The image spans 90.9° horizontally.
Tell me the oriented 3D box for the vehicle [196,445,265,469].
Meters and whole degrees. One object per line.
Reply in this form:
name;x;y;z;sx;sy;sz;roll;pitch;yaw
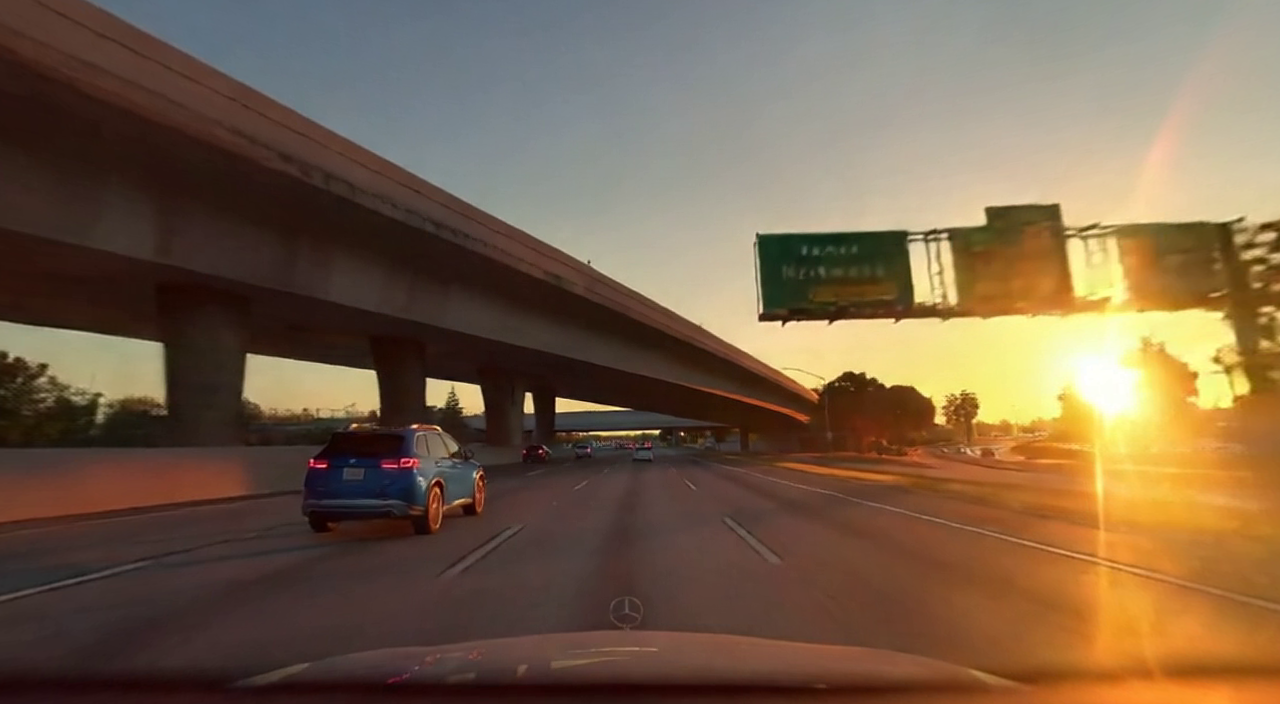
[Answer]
vehicle;-25.638;6.582;39.642;1.806;1.440;3.790;0;-9;0

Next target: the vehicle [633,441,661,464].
vehicle;0.499;7.525;47.347;2.023;1.589;4.030;0;-9;0

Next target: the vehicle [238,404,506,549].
vehicle;-3.775;1.864;10.022;2.214;1.759;4.435;0;-9;1

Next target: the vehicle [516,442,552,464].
vehicle;-7.757;7.451;46.512;1.871;1.542;4.371;0;-9;0
